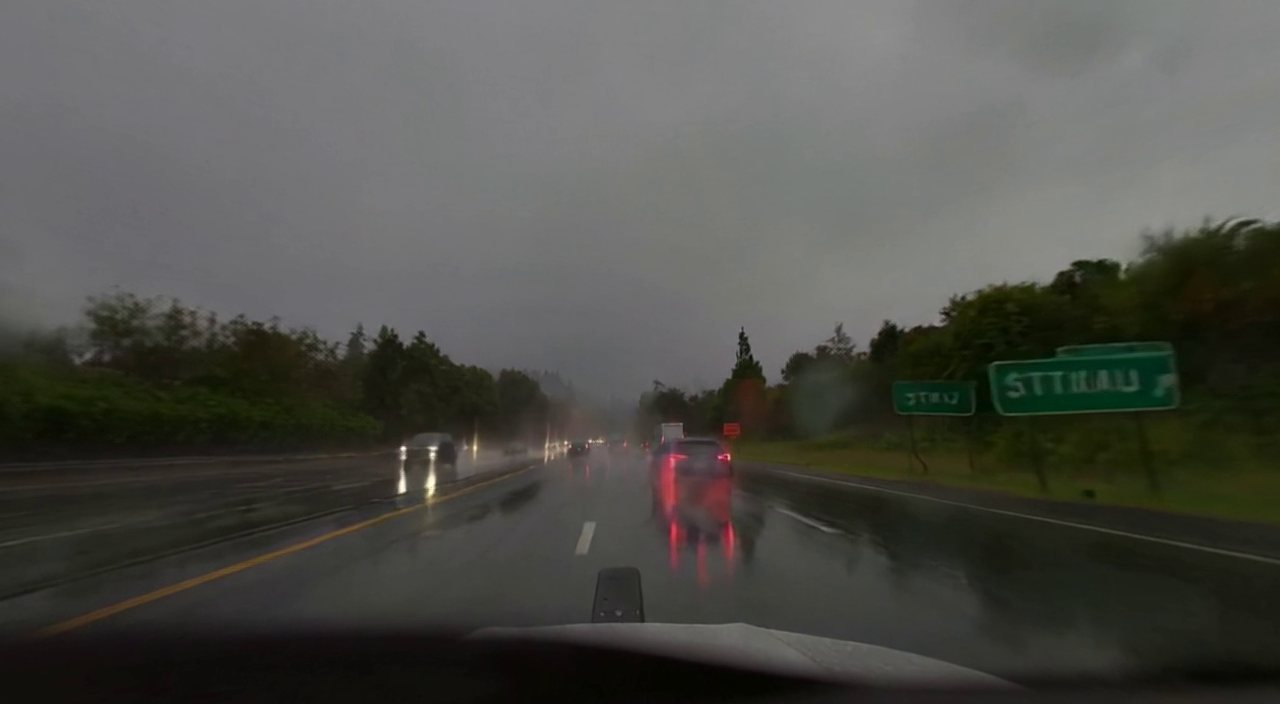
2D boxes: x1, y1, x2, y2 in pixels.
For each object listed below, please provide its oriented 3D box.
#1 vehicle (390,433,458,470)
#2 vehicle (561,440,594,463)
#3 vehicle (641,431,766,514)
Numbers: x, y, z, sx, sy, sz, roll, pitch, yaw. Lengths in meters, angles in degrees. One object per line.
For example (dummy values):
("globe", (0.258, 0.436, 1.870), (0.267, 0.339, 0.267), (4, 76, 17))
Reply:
("vehicle", (-11.569, 5.337, 34.174), (2.083, 1.845, 5.012), (0, -8, -2))
("vehicle", (-4.252, 6.851, 43.699), (2.055, 1.466, 4.317), (0, -8, -3))
("vehicle", (1.181, 2.548, 14.054), (1.961, 1.495, 4.743), (1, -8, -4))
